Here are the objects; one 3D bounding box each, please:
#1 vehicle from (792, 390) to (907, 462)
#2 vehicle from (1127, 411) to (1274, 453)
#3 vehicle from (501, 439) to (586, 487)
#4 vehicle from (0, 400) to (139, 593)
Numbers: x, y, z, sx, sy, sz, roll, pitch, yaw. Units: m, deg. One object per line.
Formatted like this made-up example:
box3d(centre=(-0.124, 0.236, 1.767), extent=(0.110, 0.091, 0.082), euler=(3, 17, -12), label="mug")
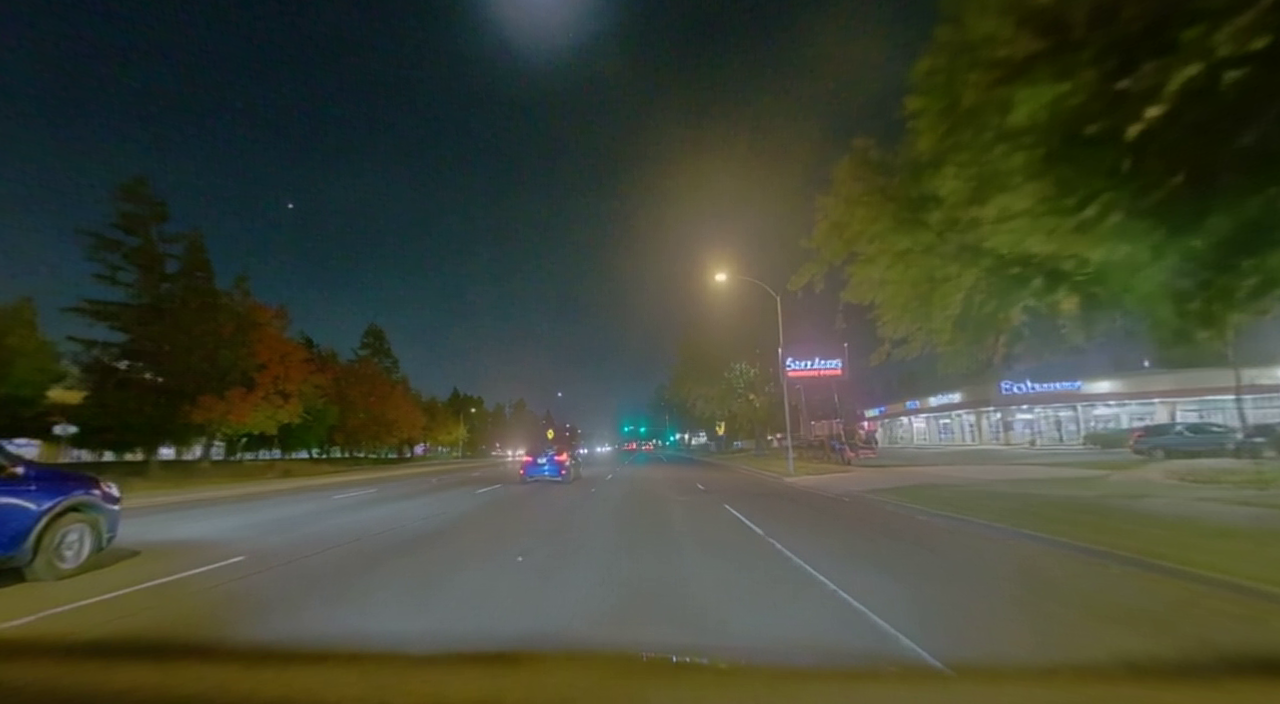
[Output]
box3d(centre=(12.132, 4.631, 37.994), extent=(2.995, 3.704, 10.928), euler=(0, -9, -1), label="vehicle")
box3d(centre=(25.254, 3.643, 28.516), extent=(4.643, 1.852, 1.978), euler=(0, -9, 1), label="vehicle")
box3d(centre=(-3.202, 3.801, 21.914), extent=(2.152, 1.479, 4.394), euler=(0, -9, 1), label="vehicle")
box3d(centre=(-6.813, 1.190, 4.941), extent=(2.043, 1.726, 4.472), euler=(0, -9, 0), label="vehicle")
